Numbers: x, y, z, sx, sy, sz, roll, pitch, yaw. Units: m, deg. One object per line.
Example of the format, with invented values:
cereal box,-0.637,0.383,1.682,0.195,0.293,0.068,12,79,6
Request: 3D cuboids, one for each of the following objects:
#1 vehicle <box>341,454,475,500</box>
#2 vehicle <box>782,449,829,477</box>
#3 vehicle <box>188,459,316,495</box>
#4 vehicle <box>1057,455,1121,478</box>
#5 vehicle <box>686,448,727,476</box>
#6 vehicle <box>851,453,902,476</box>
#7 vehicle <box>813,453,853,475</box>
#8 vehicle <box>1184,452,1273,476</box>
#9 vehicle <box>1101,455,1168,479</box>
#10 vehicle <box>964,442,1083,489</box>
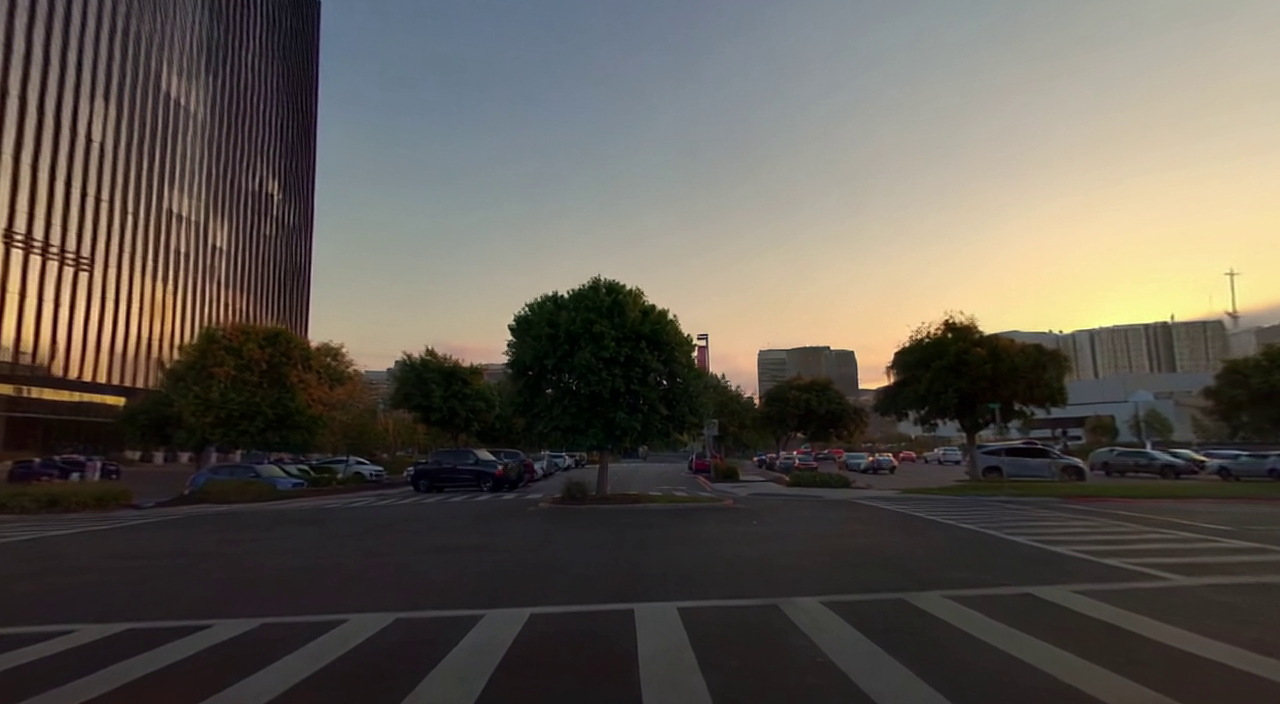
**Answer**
vehicle,-8.706,4.643,23.808,4.442,1.504,1.809,5,-10,-28
vehicle,10.529,7.097,40.609,1.936,1.673,4.305,0,-8,1
vehicle,-16.661,5.368,27.271,4.331,1.437,1.876,0,-8,3
vehicle,28.286,7.242,39.927,1.495,1.371,3.336,0,-10,-2
vehicle,4.559,7.617,44.137,2.262,1.794,5.331,0,-8,0
vehicle,17.077,8.121,45.837,1.971,1.478,4.477,0,-8,1
vehicle,14.172,8.200,46.521,1.935,1.477,3.719,0,-8,4
vehicle,36.976,7.049,39.843,1.678,1.423,4.191,0,-9,2
vehicle,31.221,7.262,39.991,1.519,1.371,3.278,0,-8,-1
vehicle,16.484,4.869,27.555,2.048,1.852,4.998,0,-8,0
